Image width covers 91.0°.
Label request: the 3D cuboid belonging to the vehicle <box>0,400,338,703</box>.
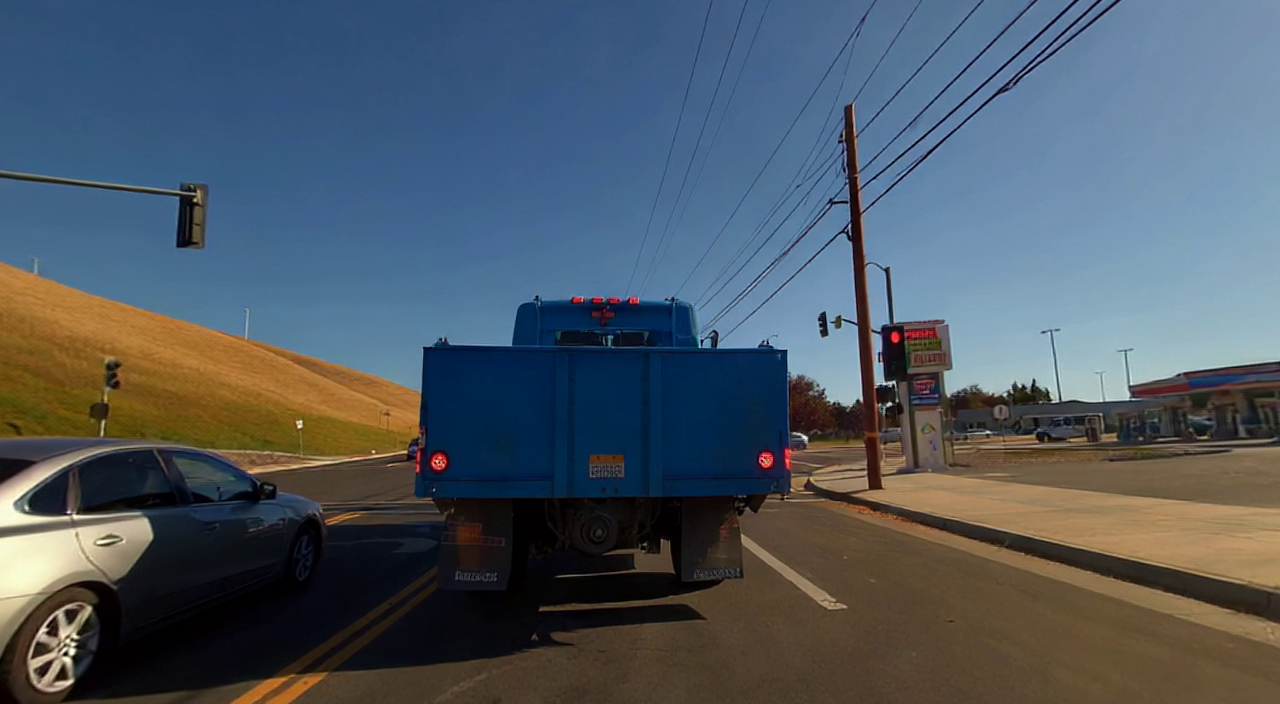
[{"bbox_3d":[-3.957,1.191,3.985,2.017,1.555,4.150,-1,-9,0],"label":"vehicle"}]

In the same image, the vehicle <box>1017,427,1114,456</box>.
[{"bbox_3d":[25.582,5.405,37.919,4.419,1.496,1.854,-2,-9,1],"label":"vehicle"}]

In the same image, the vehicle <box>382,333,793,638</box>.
[{"bbox_3d":[-0.418,1.326,7.211,2.859,2.144,5.406,0,-9,-1],"label":"vehicle"}]

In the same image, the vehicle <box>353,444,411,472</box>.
[{"bbox_3d":[-17.099,7.024,41.922,2.133,1.690,4.331,0,-9,-3],"label":"vehicle"}]

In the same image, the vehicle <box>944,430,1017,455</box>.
[{"bbox_3d":[25.450,6.772,47.035,5.021,1.757,2.012,4,-9,-23],"label":"vehicle"}]
